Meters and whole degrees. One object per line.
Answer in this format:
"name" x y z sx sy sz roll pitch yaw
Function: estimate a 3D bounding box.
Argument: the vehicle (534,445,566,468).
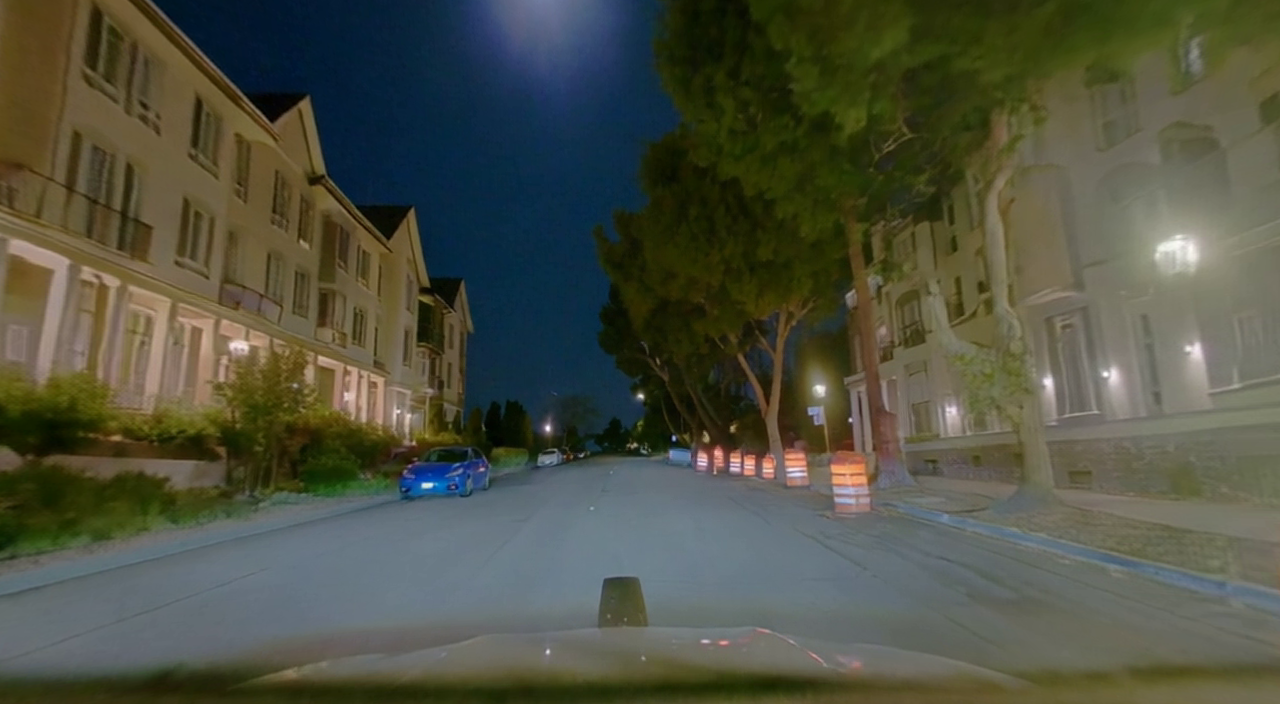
"vehicle" -6.919 8.084 48.970 1.957 1.608 4.476 0 -9 -1

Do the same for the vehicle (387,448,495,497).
"vehicle" -6.614 4.030 21.579 2.137 1.481 4.503 0 -9 2
